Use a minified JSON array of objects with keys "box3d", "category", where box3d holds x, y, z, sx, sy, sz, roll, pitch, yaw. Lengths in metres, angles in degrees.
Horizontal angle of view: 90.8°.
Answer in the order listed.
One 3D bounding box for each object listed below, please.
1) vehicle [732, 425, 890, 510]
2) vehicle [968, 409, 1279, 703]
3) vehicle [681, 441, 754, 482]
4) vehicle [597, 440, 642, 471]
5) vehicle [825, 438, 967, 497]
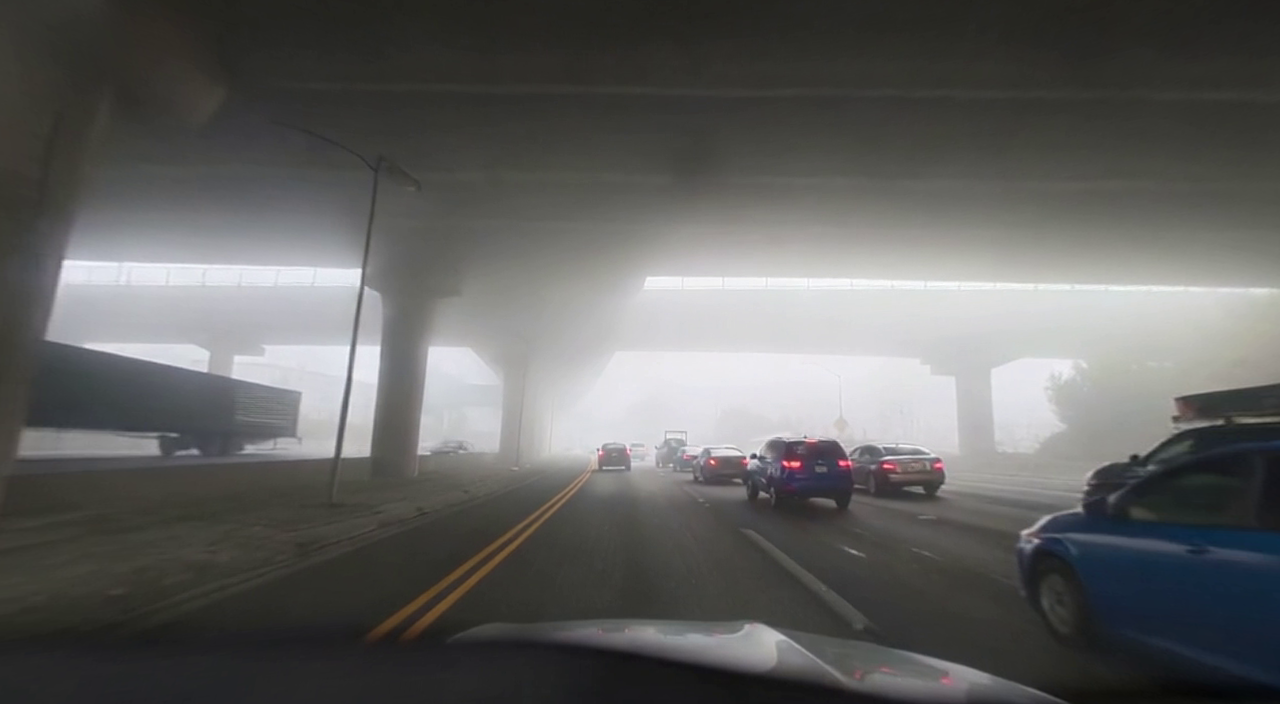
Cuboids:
[{"box3d":[3.907,2.754,15.623,2.276,1.739,5.040,0,-8,-3],"category":"vehicle"},{"box3d":[3.751,1.015,2.927,1.944,1.466,4.540,0,-8,-1],"category":"vehicle"},{"box3d":[2.976,4.335,25.351,2.074,1.455,4.646,0,-8,-3],"category":"vehicle"},{"box3d":[-1.123,5.524,33.856,2.266,1.549,3.978,0,-8,-2],"category":"vehicle"},{"box3d":[7.533,3.438,19.296,2.025,1.525,5.211,0,-8,-2],"category":"vehicle"}]
